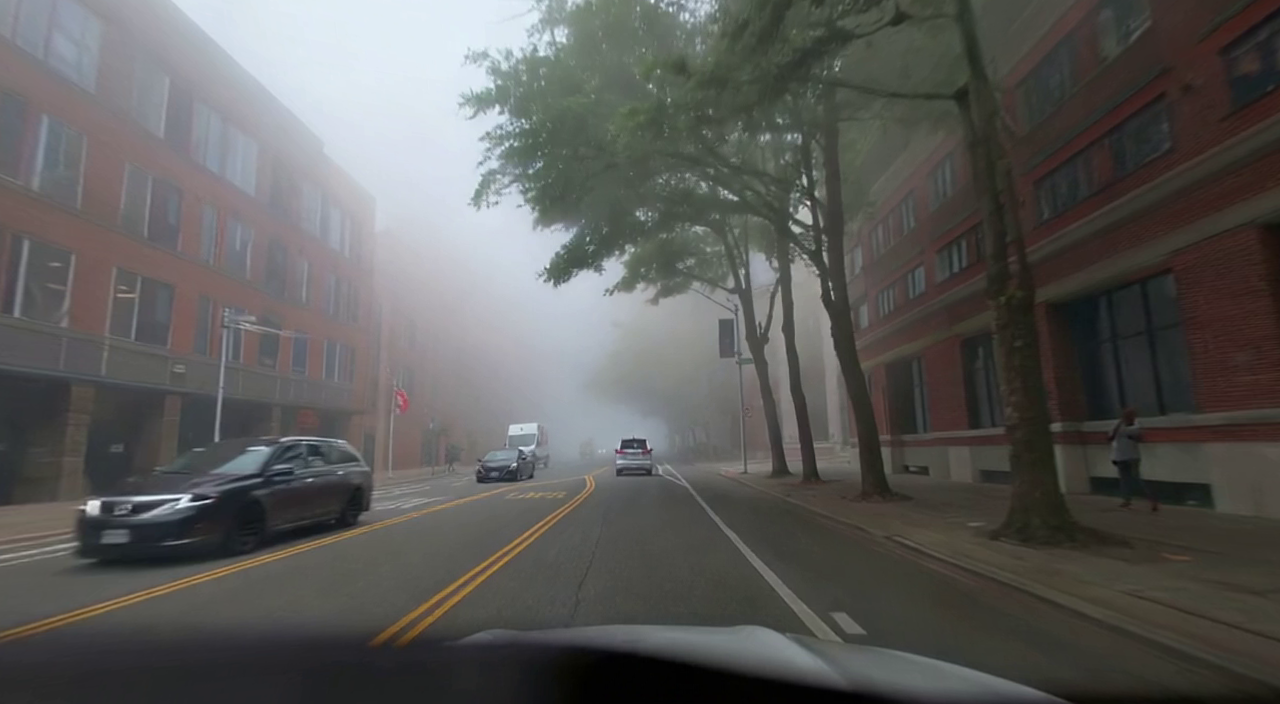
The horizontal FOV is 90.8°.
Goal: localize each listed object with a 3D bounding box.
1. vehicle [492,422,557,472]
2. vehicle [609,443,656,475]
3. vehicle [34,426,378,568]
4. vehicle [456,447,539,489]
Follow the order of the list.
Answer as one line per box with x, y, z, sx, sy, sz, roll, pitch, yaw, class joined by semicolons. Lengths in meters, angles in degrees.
-7.513;6.328;42.109;2.754;3.065;7.103;0;-9;2;vehicle
-0.362;5.759;34.209;2.356;1.572;4.810;0;-9;0;vehicle
-6.125;2.063;9.778;2.100;1.678;4.298;-1;-9;3;vehicle
-5.541;4.559;25.193;2.039;1.484;4.391;-1;-9;4;vehicle
